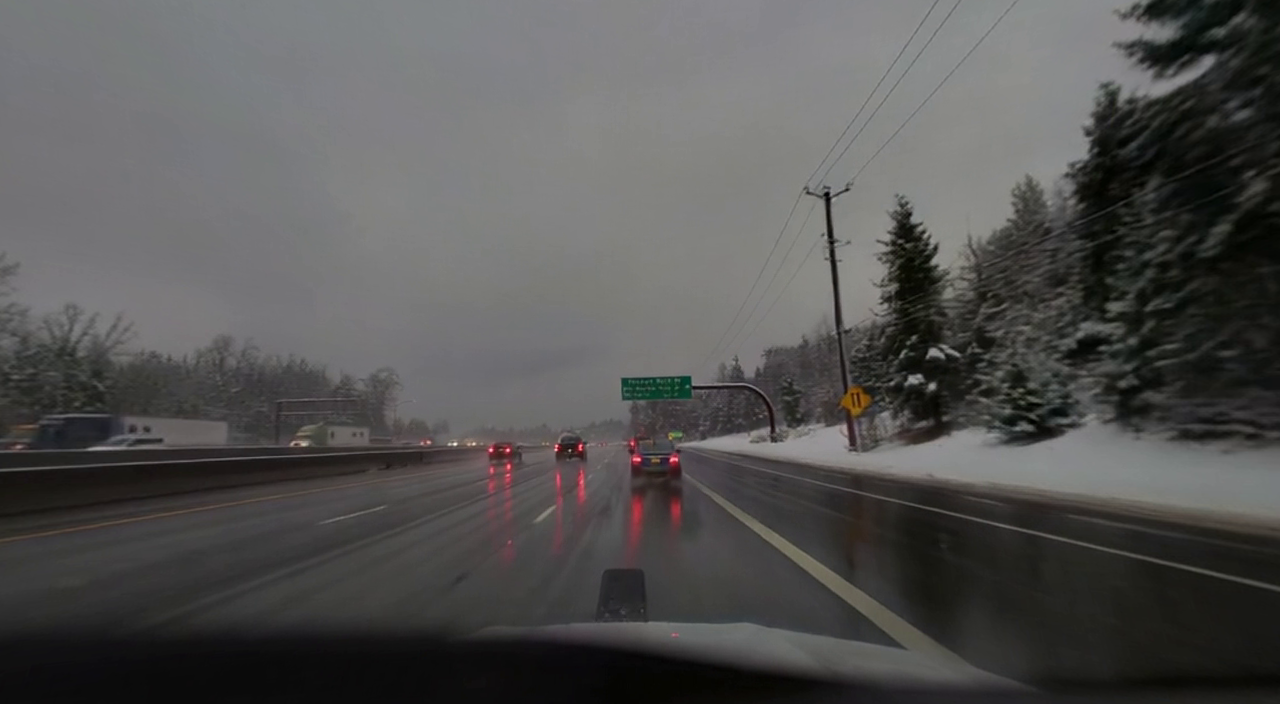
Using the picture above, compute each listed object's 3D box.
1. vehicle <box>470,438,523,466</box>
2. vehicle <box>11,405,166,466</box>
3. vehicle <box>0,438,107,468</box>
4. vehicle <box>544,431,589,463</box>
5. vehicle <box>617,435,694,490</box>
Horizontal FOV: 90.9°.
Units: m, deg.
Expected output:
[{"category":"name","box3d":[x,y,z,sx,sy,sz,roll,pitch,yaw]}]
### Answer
[{"category":"vehicle","box3d":[-7.975,5.612,35.549,1.974,1.464,4.733,0,-8,-1]},{"category":"vehicle","box3d":[-36.270,5.613,42.134,2.841,3.656,8.721,1,-8,-4]},{"category":"vehicle","box3d":[-32.390,5.579,35.036,1.923,1.514,4.299,1,-8,-3]},{"category":"vehicle","box3d":[-4.296,5.678,37.646,2.289,1.777,4.534,0,-8,-2]},{"category":"vehicle","box3d":[0.380,3.283,19.169,2.082,1.482,4.126,0,-8,-2]}]
